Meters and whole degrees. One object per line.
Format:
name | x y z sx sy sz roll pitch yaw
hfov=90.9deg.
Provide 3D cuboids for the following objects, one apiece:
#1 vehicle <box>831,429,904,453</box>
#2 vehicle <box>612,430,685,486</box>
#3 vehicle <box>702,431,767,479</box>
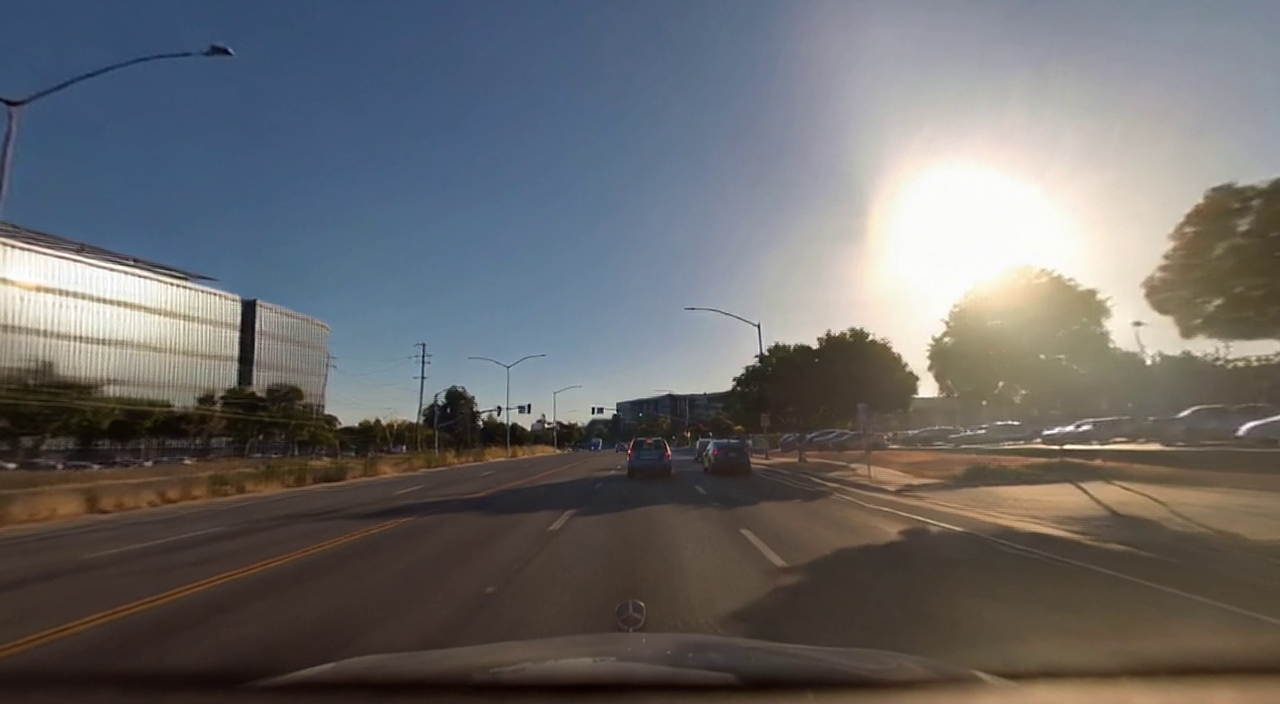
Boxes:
vehicle | 15.987 6.297 44.522 4.366 1.701 1.965 0 -8 0
vehicle | 0.273 3.509 21.157 2.200 1.653 4.127 0 -8 0
vehicle | 3.594 4.002 24.697 1.914 1.698 4.049 0 -8 0
